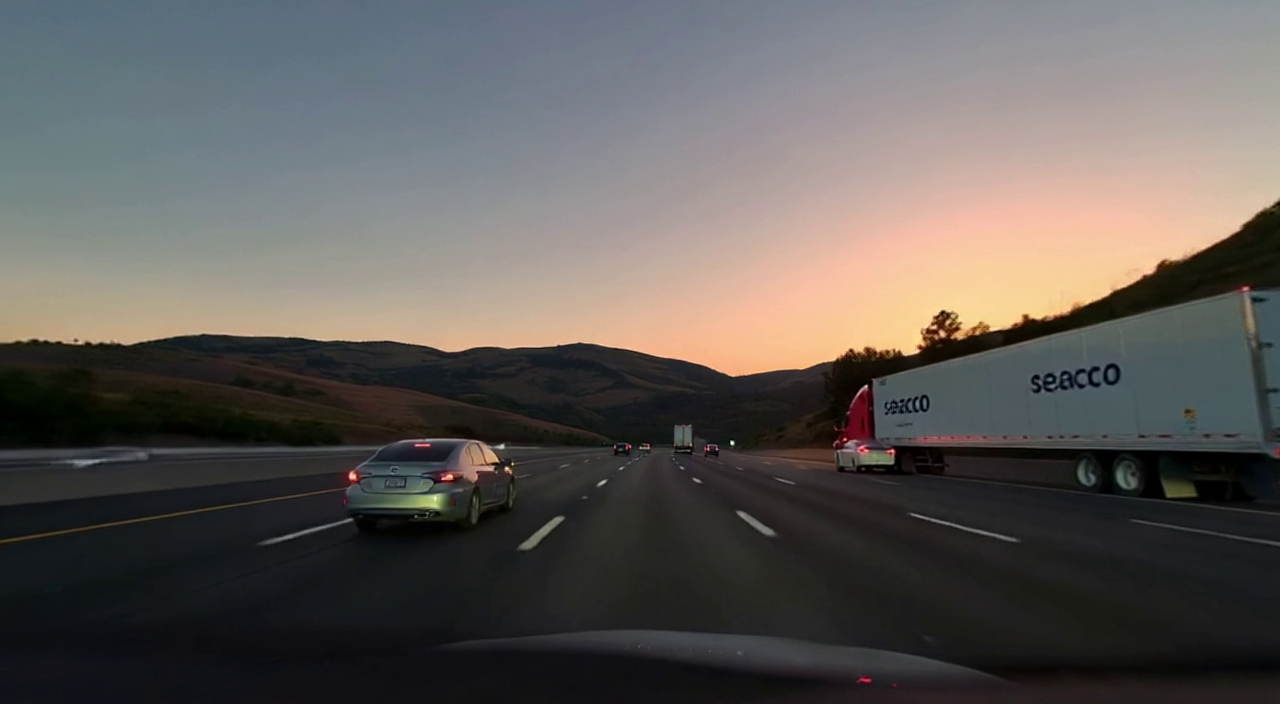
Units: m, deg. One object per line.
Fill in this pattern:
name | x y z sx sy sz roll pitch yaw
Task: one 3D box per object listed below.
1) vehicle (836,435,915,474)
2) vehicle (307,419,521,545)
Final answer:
vehicle | 11.301 4.960 30.536 2.062 1.736 4.589 0 -8 0
vehicle | -3.297 1.969 10.112 1.967 1.615 3.886 0 -8 0
